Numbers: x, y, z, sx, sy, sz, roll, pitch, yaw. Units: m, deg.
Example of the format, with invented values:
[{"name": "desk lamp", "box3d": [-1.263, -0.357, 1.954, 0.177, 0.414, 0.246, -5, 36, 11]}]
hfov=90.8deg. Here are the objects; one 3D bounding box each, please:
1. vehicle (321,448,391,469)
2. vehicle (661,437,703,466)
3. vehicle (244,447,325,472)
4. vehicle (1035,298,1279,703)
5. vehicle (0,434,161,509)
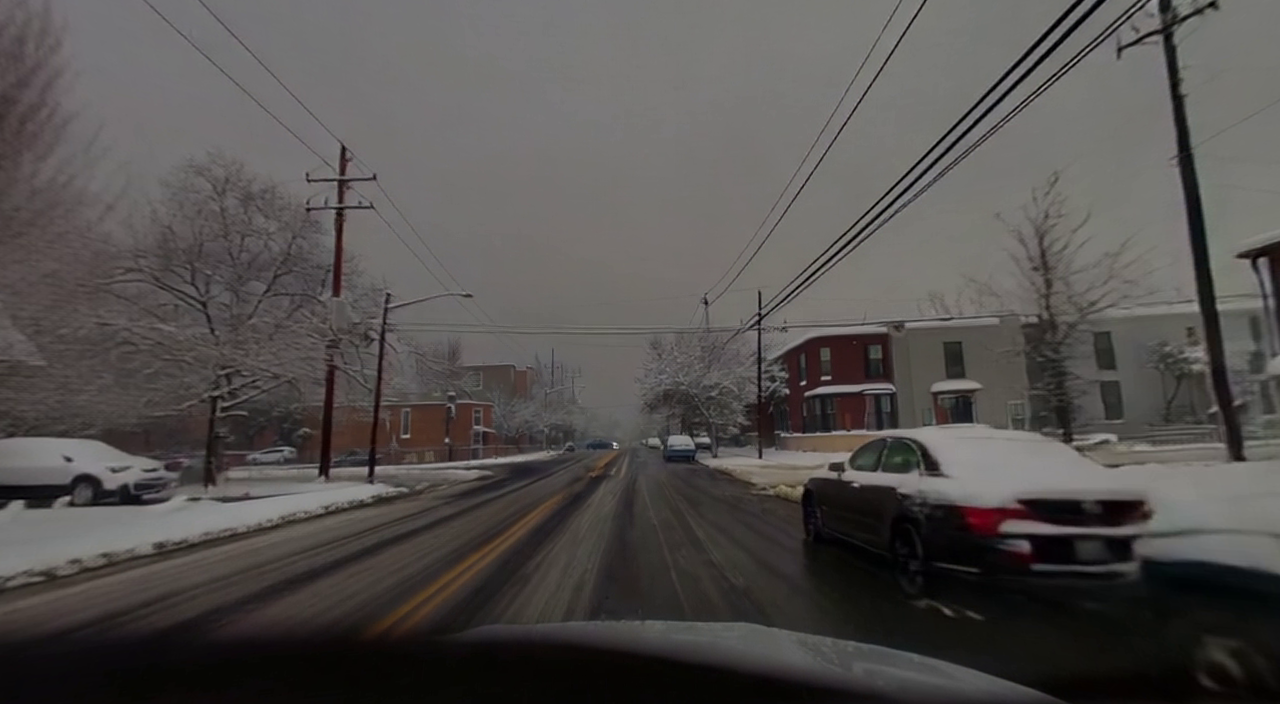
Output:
[{"name": "vehicle", "box3d": [-22.013, 8.234, 49.080, 1.797, 1.446, 4.694, -4, -9, 30]}, {"name": "vehicle", "box3d": [2.402, 5.789, 36.806, 1.999, 1.604, 4.065, 0, -9, -2]}, {"name": "vehicle", "box3d": [-25.042, 7.597, 44.654, 1.814, 1.462, 4.703, -8, -10, 30]}, {"name": "vehicle", "box3d": [3.179, 0.545, 0.841, 2.146, 1.781, 4.634, 0, -9, -2]}, {"name": "vehicle", "box3d": [-16.820, 3.403, 18.076, 4.822, 1.868, 2.015, 3, -10, -38]}]
